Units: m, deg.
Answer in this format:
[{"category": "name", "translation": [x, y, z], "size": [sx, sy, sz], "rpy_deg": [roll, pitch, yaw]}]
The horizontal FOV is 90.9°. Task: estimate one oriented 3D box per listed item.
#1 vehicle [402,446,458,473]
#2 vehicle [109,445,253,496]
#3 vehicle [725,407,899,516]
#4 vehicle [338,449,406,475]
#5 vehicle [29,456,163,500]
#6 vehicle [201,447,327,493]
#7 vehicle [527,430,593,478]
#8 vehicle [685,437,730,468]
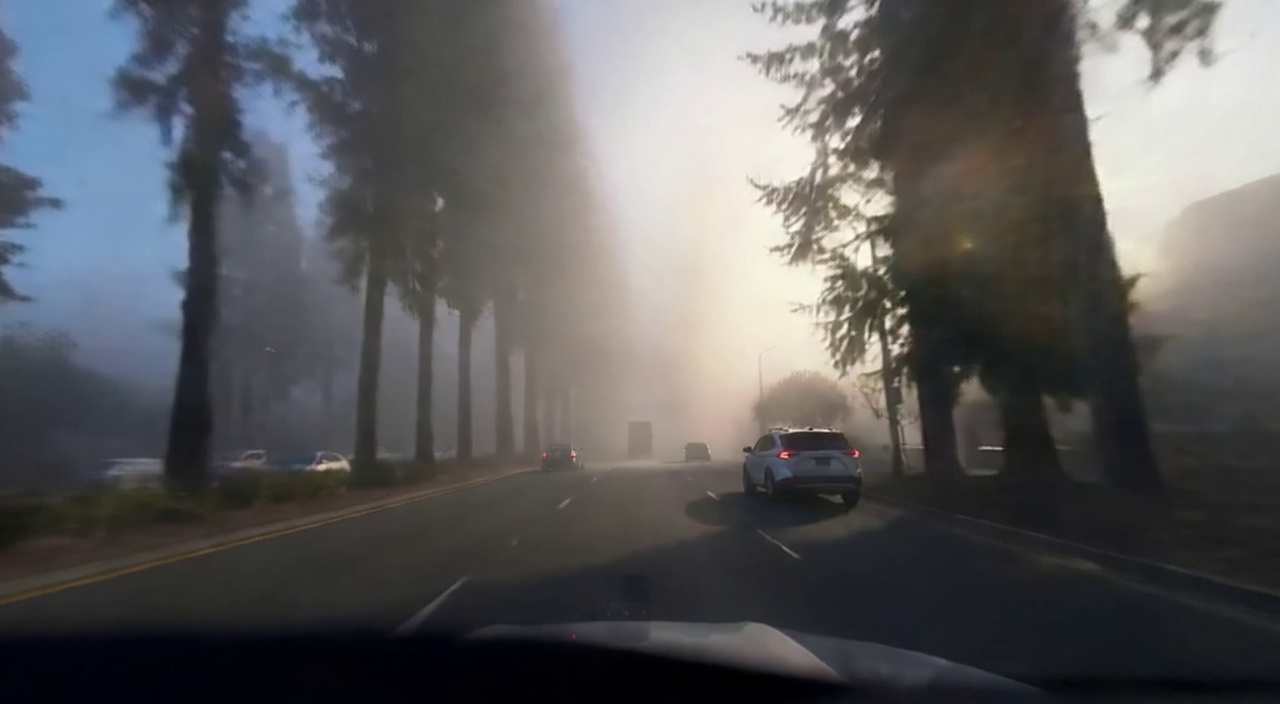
[{"category": "vehicle", "translation": [-13.482, 6.898, 40.840], "size": [1.989, 1.584, 5.018], "rpy_deg": [0, -8, -1]}, {"category": "vehicle", "translation": [-17.664, 4.523, 24.615], "size": [2.059, 1.780, 4.641], "rpy_deg": [0, -8, 1]}, {"category": "vehicle", "translation": [3.616, 2.486, 14.783], "size": [2.381, 2.008, 5.971], "rpy_deg": [0, -8, 0]}, {"category": "vehicle", "translation": [-17.136, 7.019, 40.595], "size": [2.105, 1.507, 4.927], "rpy_deg": [0, -8, 1]}, {"category": "vehicle", "translation": [-24.125, 5.560, 28.246], "size": [2.173, 1.674, 4.690], "rpy_deg": [1, -8, -7]}, {"category": "vehicle", "translation": [-13.735, 4.289, 23.387], "size": [1.887, 1.513, 4.442], "rpy_deg": [0, -8, 0]}, {"category": "vehicle", "translation": [-3.483, 4.572, 28.411], "size": [2.255, 1.940, 4.822], "rpy_deg": [0, -8, 1]}, {"category": "vehicle", "translation": [4.102, 6.216, 39.193], "size": [2.280, 1.757, 4.572], "rpy_deg": [0, -8, 0]}]
